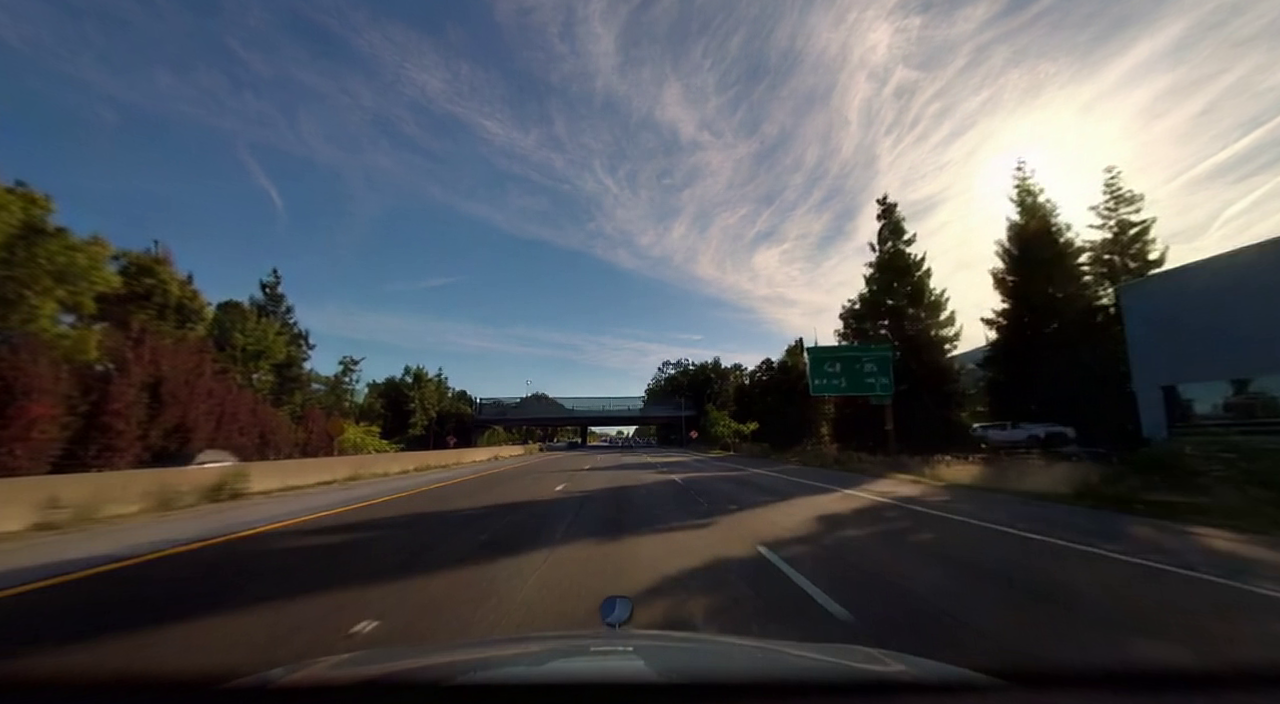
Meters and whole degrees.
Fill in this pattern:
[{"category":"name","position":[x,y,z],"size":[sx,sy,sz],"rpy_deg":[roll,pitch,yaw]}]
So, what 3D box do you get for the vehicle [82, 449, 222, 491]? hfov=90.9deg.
[{"category":"vehicle","position":[-20.223,4.869,26.463],"size":[2.153,1.522,4.717],"rpy_deg":[0,-8,-1]}]
